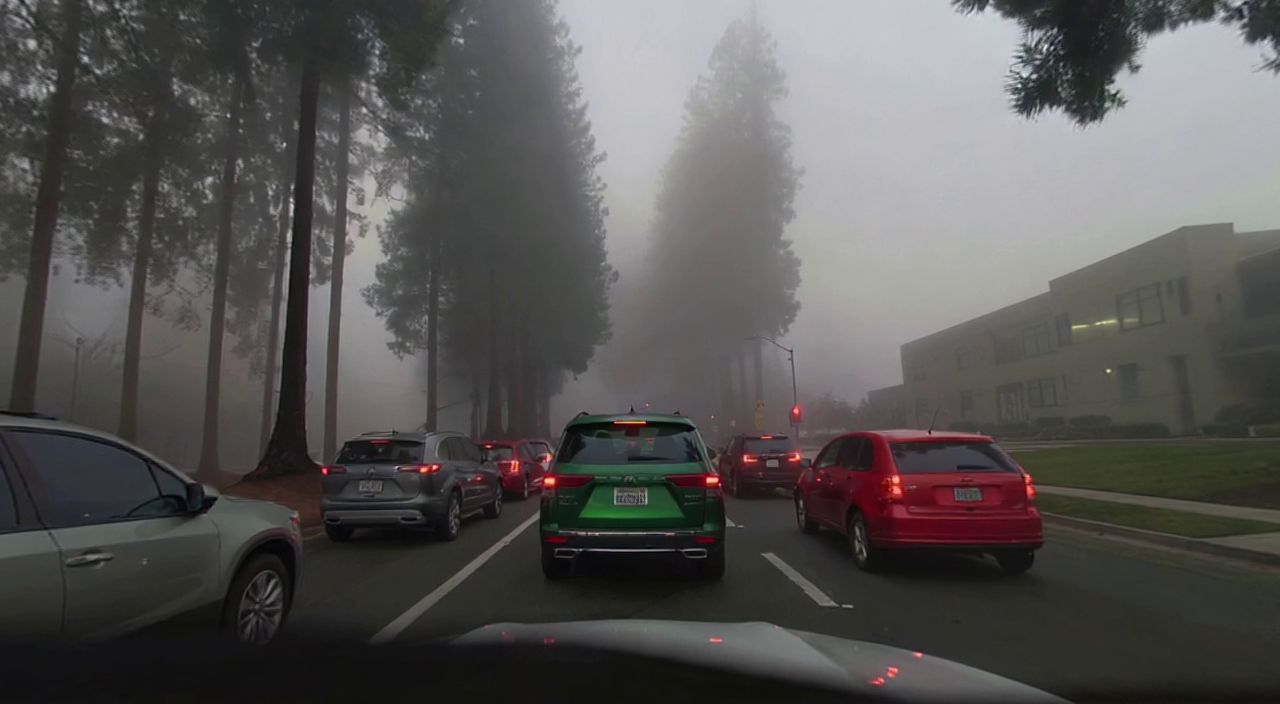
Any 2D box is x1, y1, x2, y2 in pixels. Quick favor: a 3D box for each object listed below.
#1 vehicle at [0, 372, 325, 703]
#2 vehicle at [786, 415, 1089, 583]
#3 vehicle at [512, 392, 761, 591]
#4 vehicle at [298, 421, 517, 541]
[{"bbox_3d":[-3.778,0.992,3.309,1.929,1.641,4.193,0,-8,2],"label":"vehicle"},{"bbox_3d":[3.261,1.665,7.867,1.922,1.579,3.642,0,-8,-1],"label":"vehicle"},{"bbox_3d":[-0.009,1.530,7.657,2.193,1.744,4.033,0,-8,1],"label":"vehicle"},{"bbox_3d":[-3.653,2.110,10.933,2.042,1.641,4.314,0,-8,1],"label":"vehicle"}]
